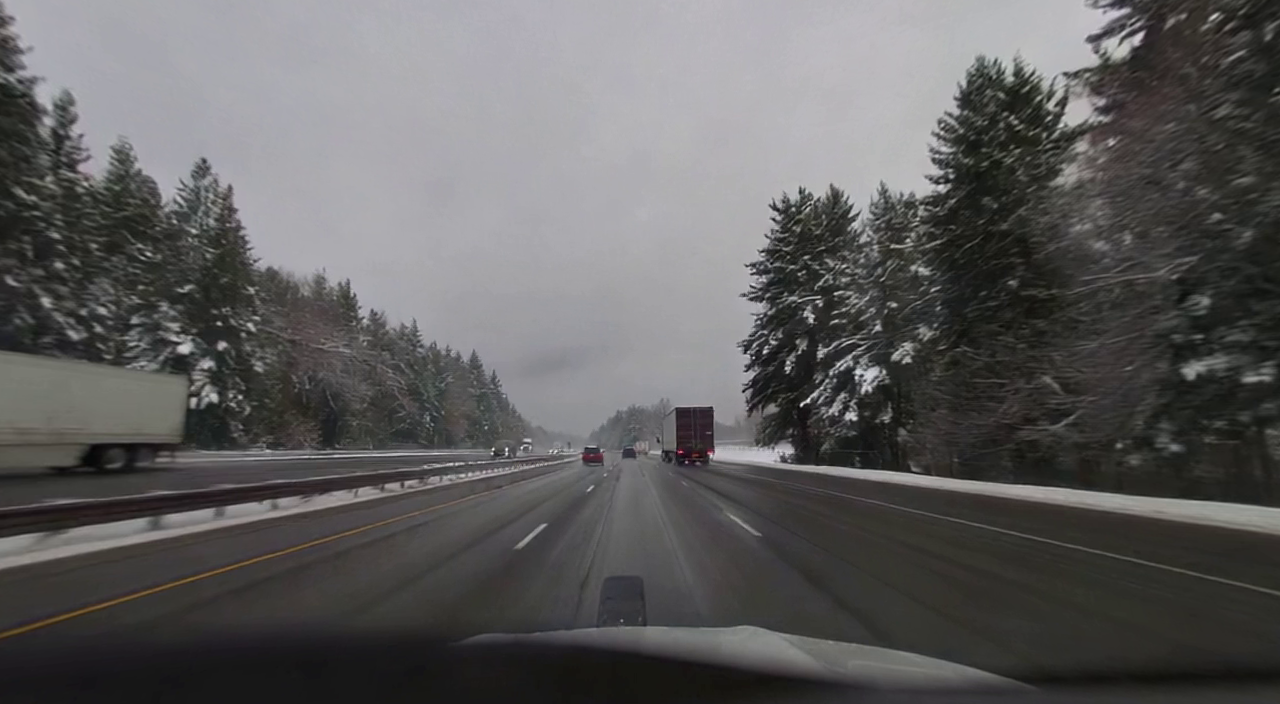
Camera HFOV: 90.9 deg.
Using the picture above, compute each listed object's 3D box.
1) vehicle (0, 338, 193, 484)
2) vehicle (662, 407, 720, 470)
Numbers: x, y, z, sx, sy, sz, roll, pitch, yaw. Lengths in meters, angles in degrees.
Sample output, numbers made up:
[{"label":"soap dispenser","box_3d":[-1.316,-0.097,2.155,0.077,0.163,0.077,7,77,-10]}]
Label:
[{"label":"vehicle","box_3d":[-19.648,1.797,18.674,2.950,4.110,13.491,0,-9,0]},{"label":"vehicle","box_3d":[3.495,6.557,47.095,2.950,4.033,13.276,0,-9,-1]}]
